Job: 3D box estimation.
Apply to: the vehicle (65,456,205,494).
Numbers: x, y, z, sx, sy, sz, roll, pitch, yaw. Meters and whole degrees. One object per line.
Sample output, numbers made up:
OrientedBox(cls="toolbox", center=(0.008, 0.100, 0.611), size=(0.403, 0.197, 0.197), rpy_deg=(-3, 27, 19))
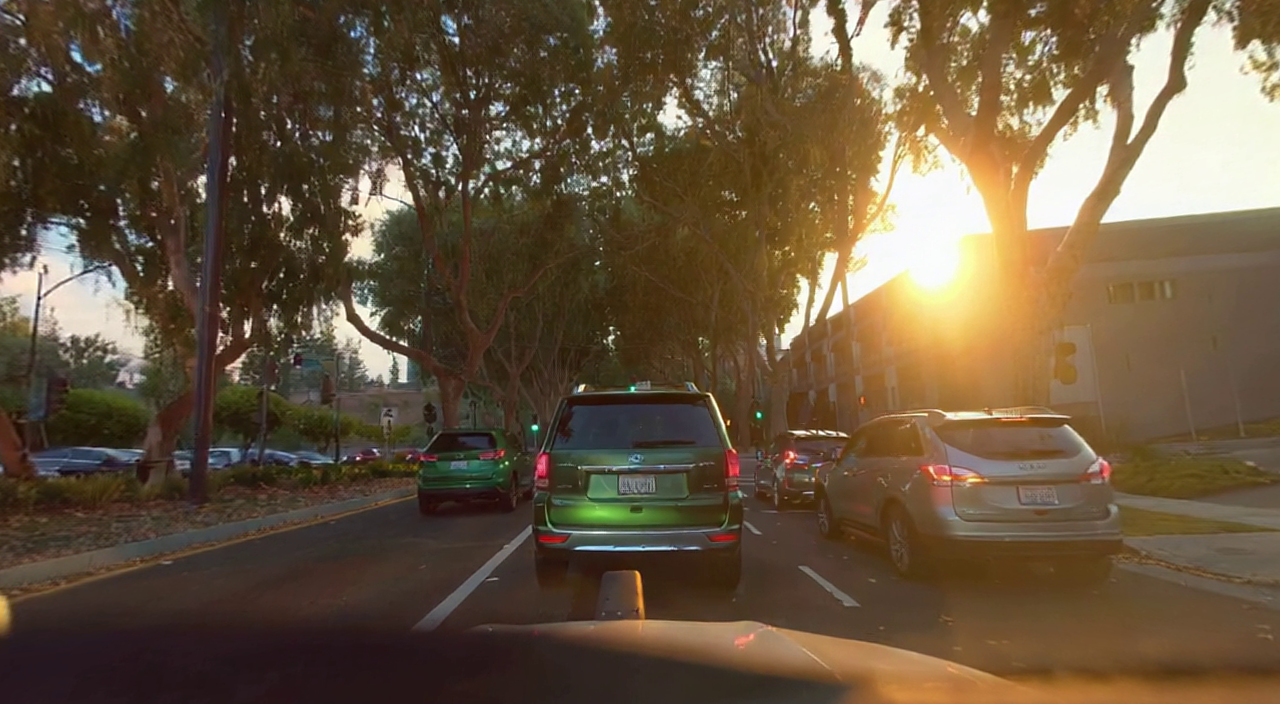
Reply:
OrientedBox(cls="vehicle", center=(-22.273, 5.406, 28.181), size=(2.312, 1.443, 4.684), rpy_deg=(0, -9, 1))

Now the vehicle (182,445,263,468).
OrientedBox(cls="vehicle", center=(-30.003, 7.505, 45.460), size=(4.403, 1.532, 1.914), rpy_deg=(0, -8, -3))

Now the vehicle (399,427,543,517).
OrientedBox(cls="vehicle", center=(-3.421, 2.514, 13.685), size=(1.961, 1.639, 4.064), rpy_deg=(0, -9, 1))

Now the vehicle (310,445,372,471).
OrientedBox(cls="vehicle", center=(-22.153, 7.837, 47.065), size=(1.993, 1.844, 5.316), rpy_deg=(0, -8, 0))

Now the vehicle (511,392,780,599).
OrientedBox(cls="vehicle", center=(0.019, 1.515, 7.419), size=(2.294, 1.761, 3.857), rpy_deg=(0, -9, -1))

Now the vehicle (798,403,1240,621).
OrientedBox(cls="vehicle", center=(3.464, 1.553, 7.071), size=(2.202, 1.657, 4.298), rpy_deg=(0, -9, -1))
